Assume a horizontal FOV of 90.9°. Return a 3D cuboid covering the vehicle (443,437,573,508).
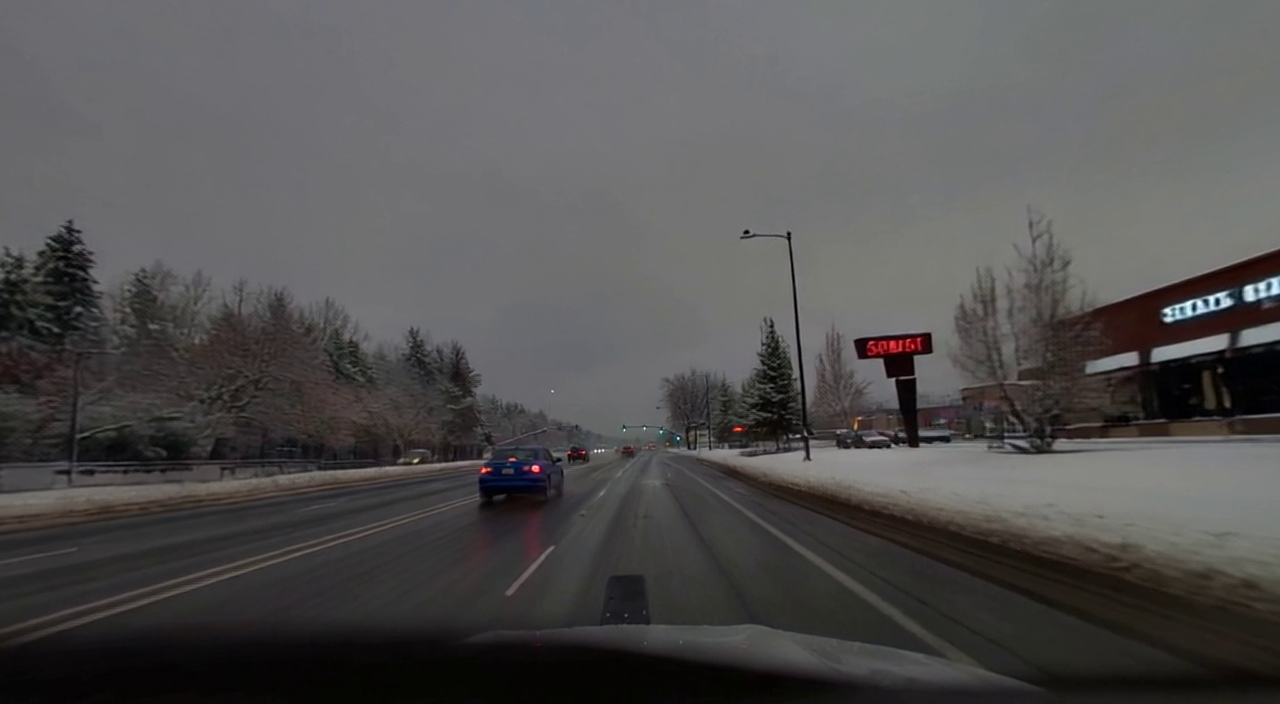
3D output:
[{"bbox_3d":[-3.033,2.883,15.553,2.152,1.479,4.394,0,-9,2],"label":"vehicle"}]
